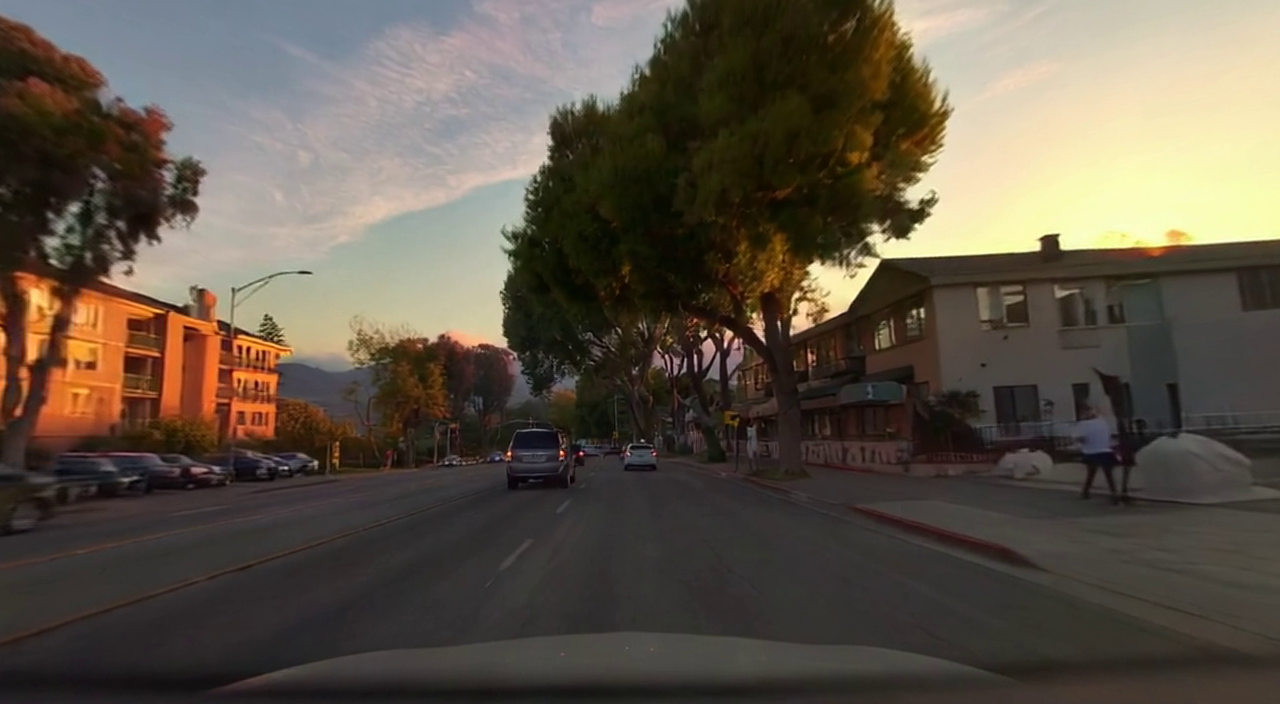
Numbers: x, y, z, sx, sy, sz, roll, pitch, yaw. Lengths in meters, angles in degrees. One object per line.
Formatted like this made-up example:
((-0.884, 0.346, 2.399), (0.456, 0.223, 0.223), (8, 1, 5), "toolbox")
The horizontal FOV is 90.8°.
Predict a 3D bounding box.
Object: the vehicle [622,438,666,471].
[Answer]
((0.160, 5.527, 34.115), (2.126, 1.657, 4.132), (0, -9, -3), "vehicle")

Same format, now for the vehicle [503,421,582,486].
((-3.445, 3.732, 23.355), (2.213, 2.123, 5.124), (0, -9, -1), "vehicle")
